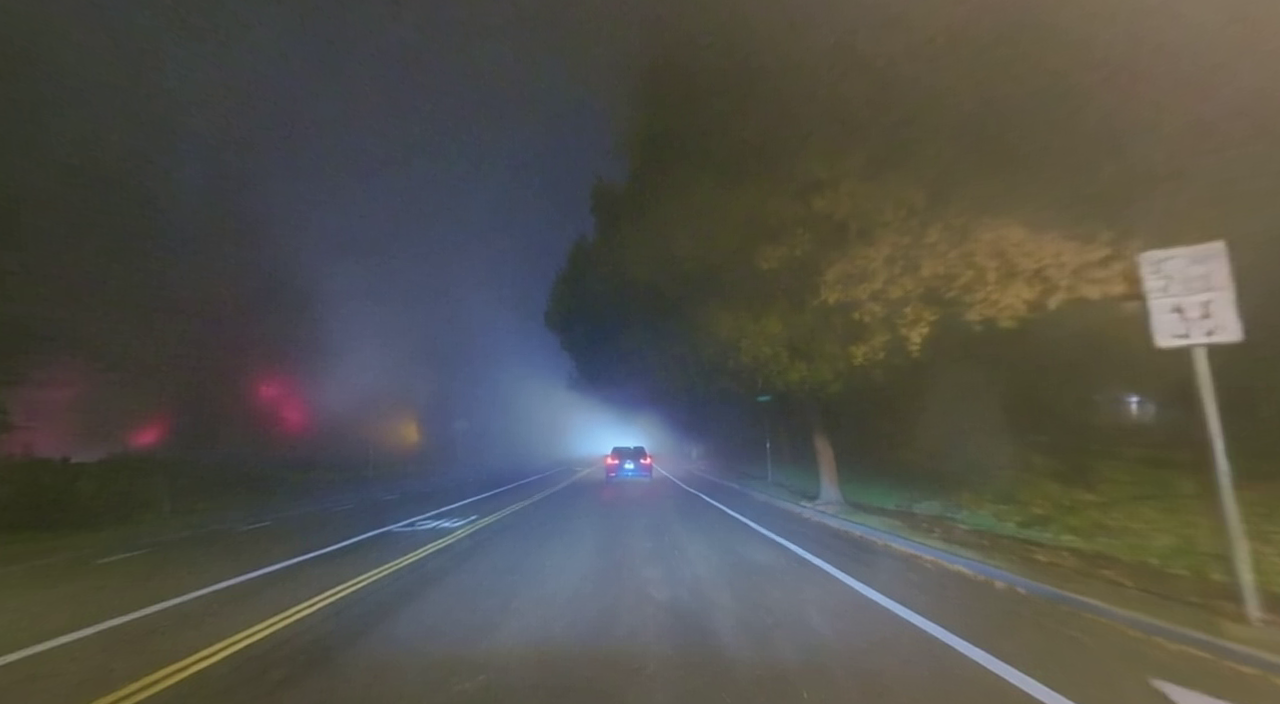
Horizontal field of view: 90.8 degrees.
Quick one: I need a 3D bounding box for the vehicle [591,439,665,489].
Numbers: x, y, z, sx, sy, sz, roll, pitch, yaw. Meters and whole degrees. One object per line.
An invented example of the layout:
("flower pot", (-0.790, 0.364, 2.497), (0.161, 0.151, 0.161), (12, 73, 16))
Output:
("vehicle", (-0.384, 3.809, 21.820), (2.295, 1.510, 4.364), (0, -9, 0))
